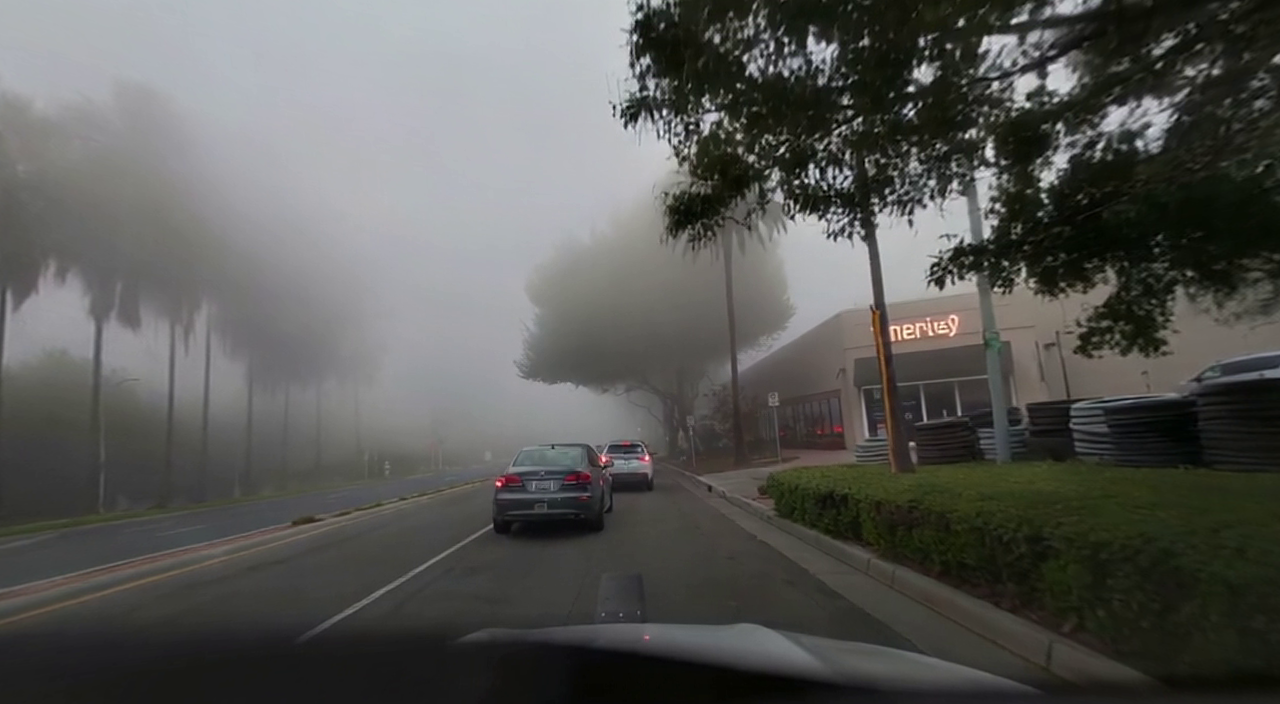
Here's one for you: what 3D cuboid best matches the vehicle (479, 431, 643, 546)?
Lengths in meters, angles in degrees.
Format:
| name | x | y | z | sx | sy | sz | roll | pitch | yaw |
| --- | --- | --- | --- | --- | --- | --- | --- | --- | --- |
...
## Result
| name | x | y | z | sx | sy | sz | roll | pitch | yaw |
| --- | --- | --- | --- | --- | --- | --- | --- | --- | --- |
| vehicle | -1.102 | 2.116 | 10.466 | 2.169 | 1.495 | 4.048 | 0 | -8 | -2 |

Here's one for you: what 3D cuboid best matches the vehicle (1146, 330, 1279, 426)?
| name | x | y | z | sx | sy | sz | roll | pitch | yaw |
| --- | --- | --- | --- | --- | --- | --- | --- | --- | --- |
| vehicle | 13.322 | 0.550 | 12.968 | 1.854 | 1.693 | 4.798 | -1 | -9 | 0 |
